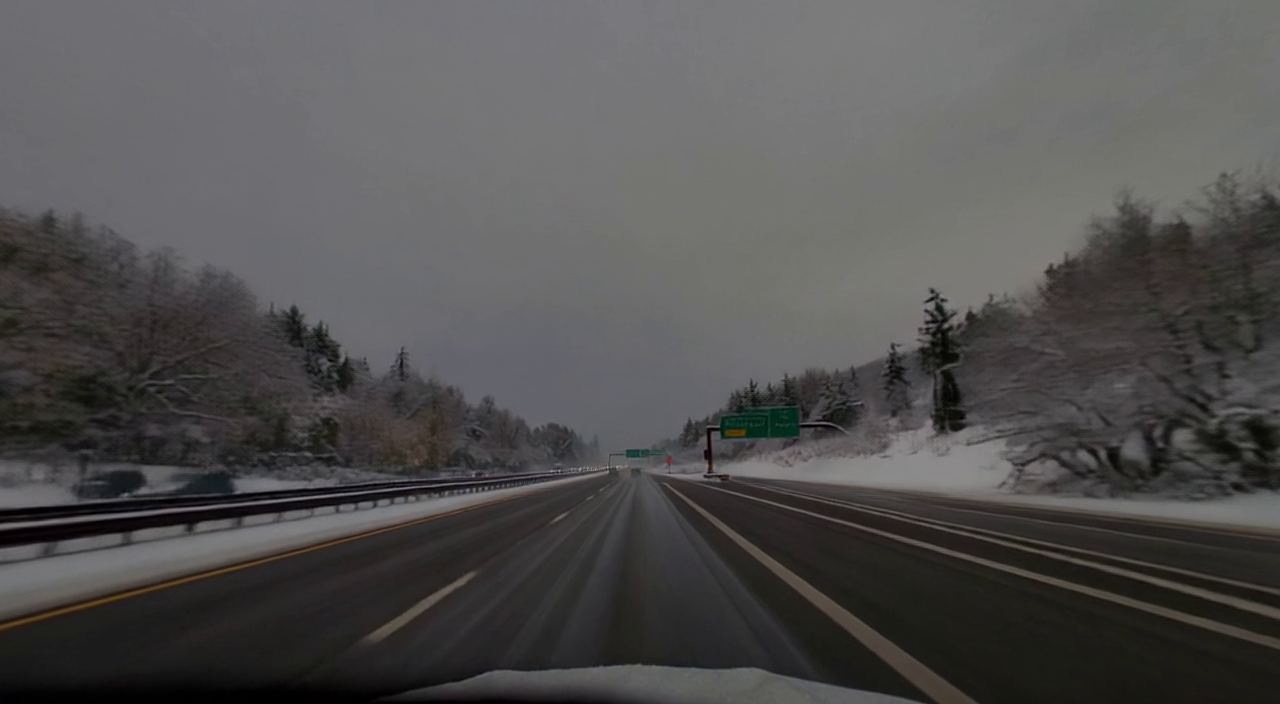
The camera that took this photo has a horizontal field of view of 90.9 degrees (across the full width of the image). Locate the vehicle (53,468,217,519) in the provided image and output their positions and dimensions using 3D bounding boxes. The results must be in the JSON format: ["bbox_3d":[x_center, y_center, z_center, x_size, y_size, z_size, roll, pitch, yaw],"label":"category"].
[{"bbox_3d":[-16.446,4.593,20.869,1.791,1.452,4.326,1,-11,1],"label":"vehicle"}]
